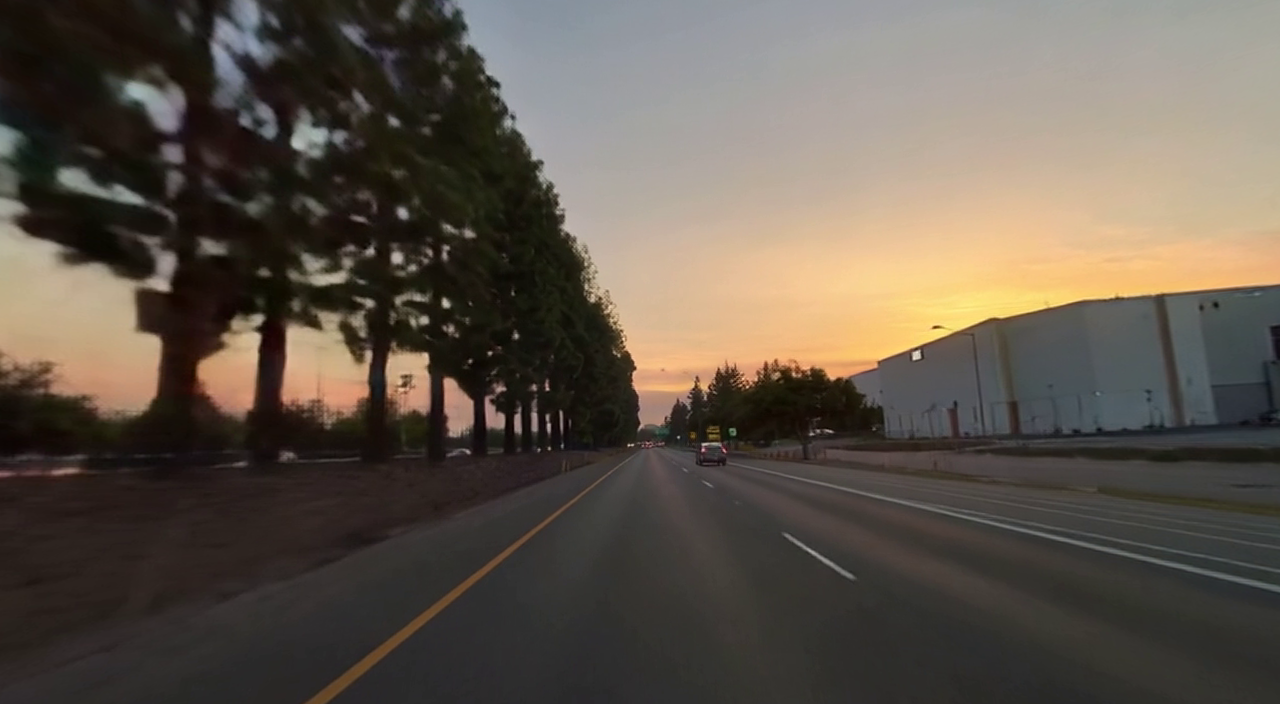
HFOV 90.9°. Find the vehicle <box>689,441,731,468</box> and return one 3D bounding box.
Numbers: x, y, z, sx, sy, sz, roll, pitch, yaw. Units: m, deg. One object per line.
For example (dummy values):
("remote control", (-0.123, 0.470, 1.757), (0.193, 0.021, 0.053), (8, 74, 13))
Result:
("vehicle", (4.216, 6.232, 38.498), (2.062, 1.518, 4.026), (0, -8, -1))

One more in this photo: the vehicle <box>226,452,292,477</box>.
("vehicle", (-27.602, 8.112, 45.849), (1.906, 1.658, 4.584), (0, -8, 1))
